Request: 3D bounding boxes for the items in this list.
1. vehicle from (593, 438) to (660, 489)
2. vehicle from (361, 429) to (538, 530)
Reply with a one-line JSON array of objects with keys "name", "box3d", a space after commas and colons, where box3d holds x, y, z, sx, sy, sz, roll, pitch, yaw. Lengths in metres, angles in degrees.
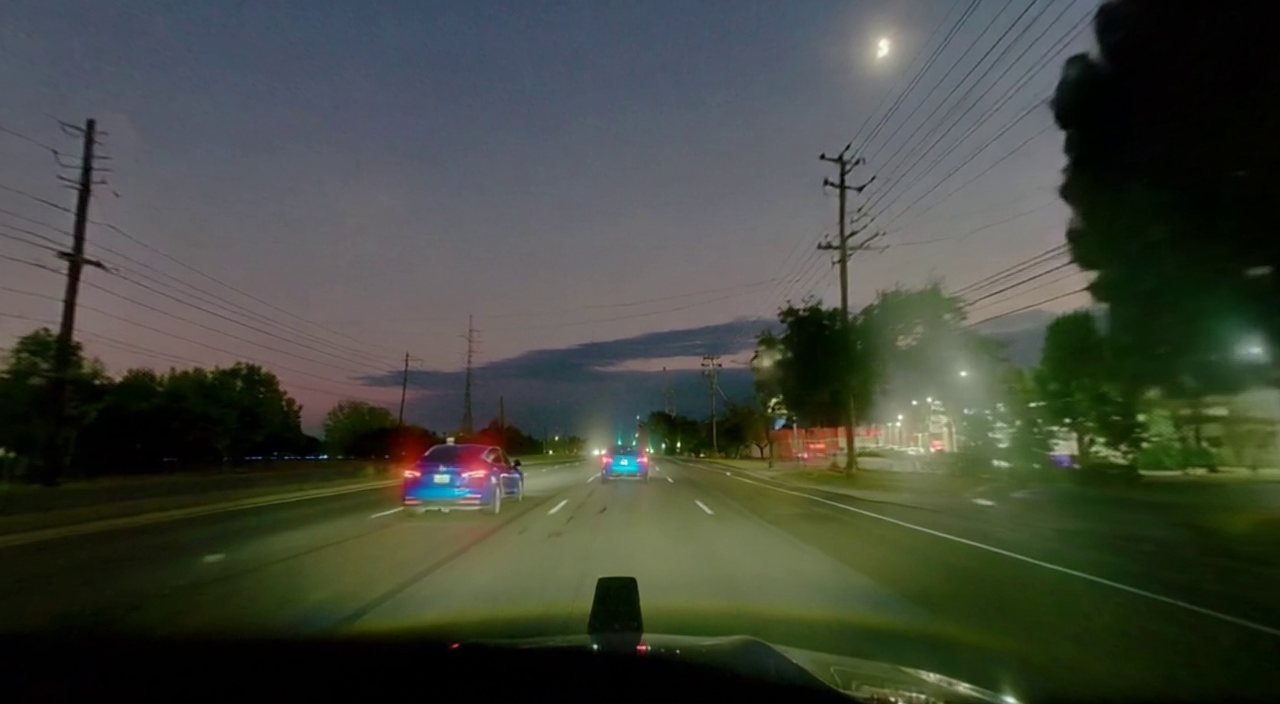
[{"name": "vehicle", "box3d": [-0.445, 3.952, 22.744, 2.189, 1.652, 4.135, 0, -9, 0]}, {"name": "vehicle", "box3d": [-3.457, 2.416, 12.617, 1.985, 1.607, 4.892, 0, -9, 0]}]
